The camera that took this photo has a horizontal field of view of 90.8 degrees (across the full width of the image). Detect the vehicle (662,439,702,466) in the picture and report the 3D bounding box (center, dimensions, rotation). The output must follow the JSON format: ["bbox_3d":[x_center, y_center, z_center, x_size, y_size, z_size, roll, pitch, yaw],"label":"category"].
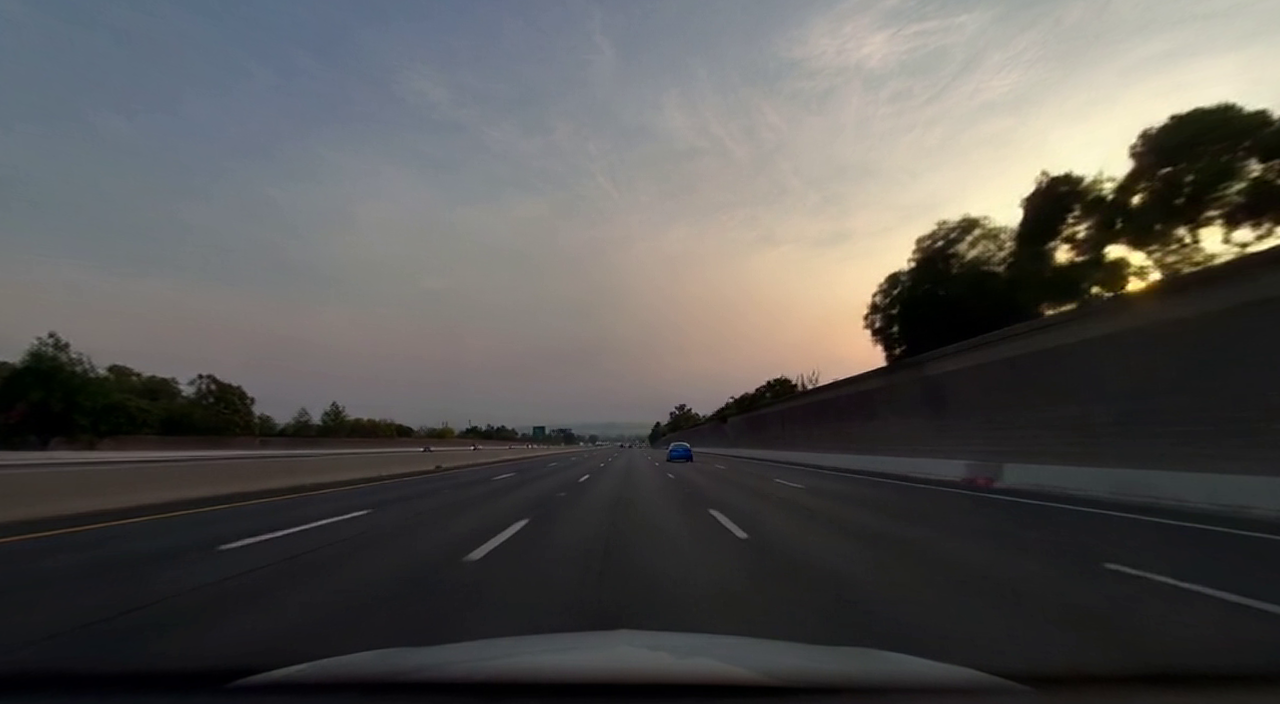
[{"bbox_3d":[2.689,6.535,41.177,2.270,1.615,3.770,0,-8,-1],"label":"vehicle"}]
